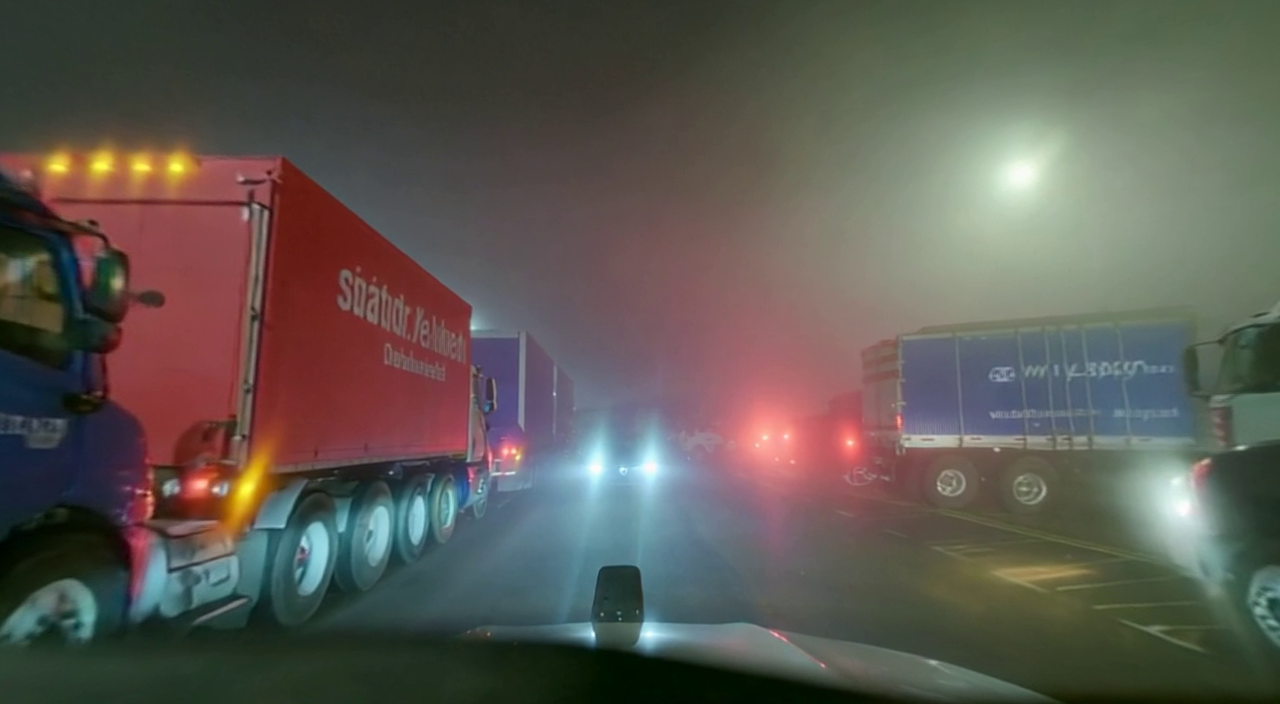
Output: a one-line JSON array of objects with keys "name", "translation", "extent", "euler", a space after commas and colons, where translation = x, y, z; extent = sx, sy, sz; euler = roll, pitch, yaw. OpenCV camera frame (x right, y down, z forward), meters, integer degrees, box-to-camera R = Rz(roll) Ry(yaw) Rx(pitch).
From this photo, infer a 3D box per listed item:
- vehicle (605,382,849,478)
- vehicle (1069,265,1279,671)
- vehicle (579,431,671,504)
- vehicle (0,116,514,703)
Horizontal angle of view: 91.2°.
[{"name": "vehicle", "translation": [3.675, 4.140, 33.353], "extent": [2.877, 4.124, 14.516], "euler": [3, -8, -40]}, {"name": "vehicle", "translation": [5.211, 0.463, 2.312], "extent": [2.570, 2.439, 6.392], "euler": [0, -9, -1]}, {"name": "vehicle", "translation": [-0.383, 3.019, 16.734], "extent": [2.140, 1.682, 3.971], "euler": [0, -9, -1]}, {"name": "vehicle", "translation": [-3.996, 0.978, 8.242], "extent": [2.986, 3.391, 9.523], "euler": [0, -9, -2]}]
